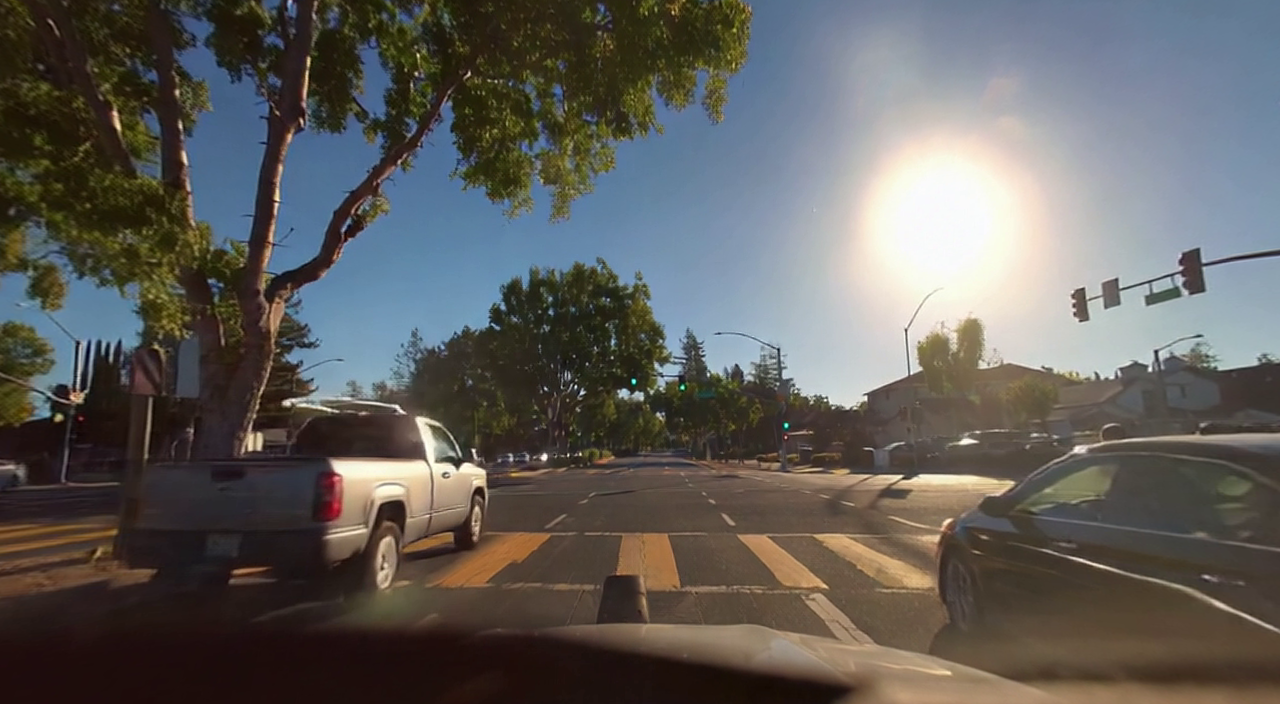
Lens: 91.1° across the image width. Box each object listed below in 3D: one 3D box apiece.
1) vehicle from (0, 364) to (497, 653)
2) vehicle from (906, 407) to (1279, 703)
[{"bbox_3d":[-3.250,1.381,6.696,2.231,1.898,4.985,0,-8,0],"label":"vehicle"},{"bbox_3d":[3.131,1.014,2.733,1.990,1.454,4.490,0,-8,0],"label":"vehicle"}]
